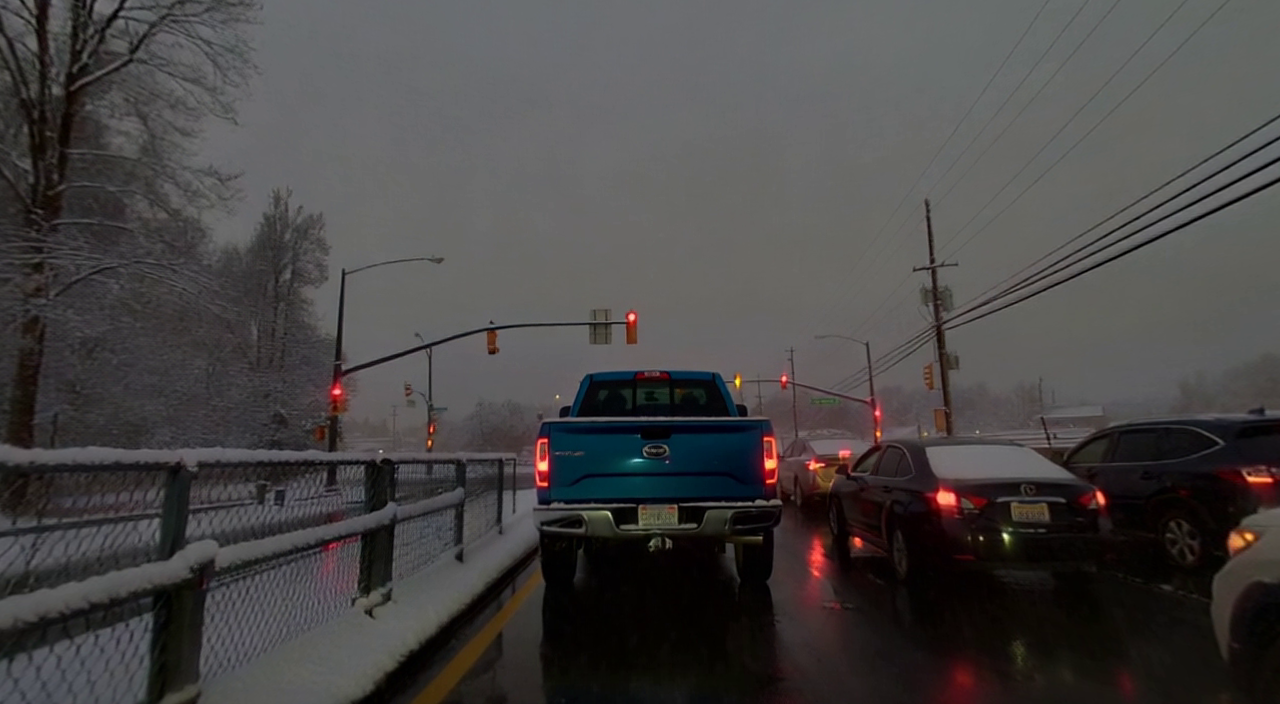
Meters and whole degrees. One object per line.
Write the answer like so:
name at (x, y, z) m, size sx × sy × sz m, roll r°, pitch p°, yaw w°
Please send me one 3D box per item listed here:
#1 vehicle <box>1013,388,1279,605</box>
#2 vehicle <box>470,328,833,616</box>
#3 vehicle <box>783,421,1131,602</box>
vehicle at (6.156, 1.369, 6.461) m, size 1.982 × 1.727 × 4.352 m, roll 0°, pitch -8°, yaw 1°
vehicle at (0.116, 1.383, 8.132) m, size 2.831 × 2.284 × 6.149 m, roll 0°, pitch -8°, yaw 1°
vehicle at (3.117, 1.641, 7.371) m, size 1.993 × 1.495 × 4.060 m, roll 0°, pitch -8°, yaw 1°
